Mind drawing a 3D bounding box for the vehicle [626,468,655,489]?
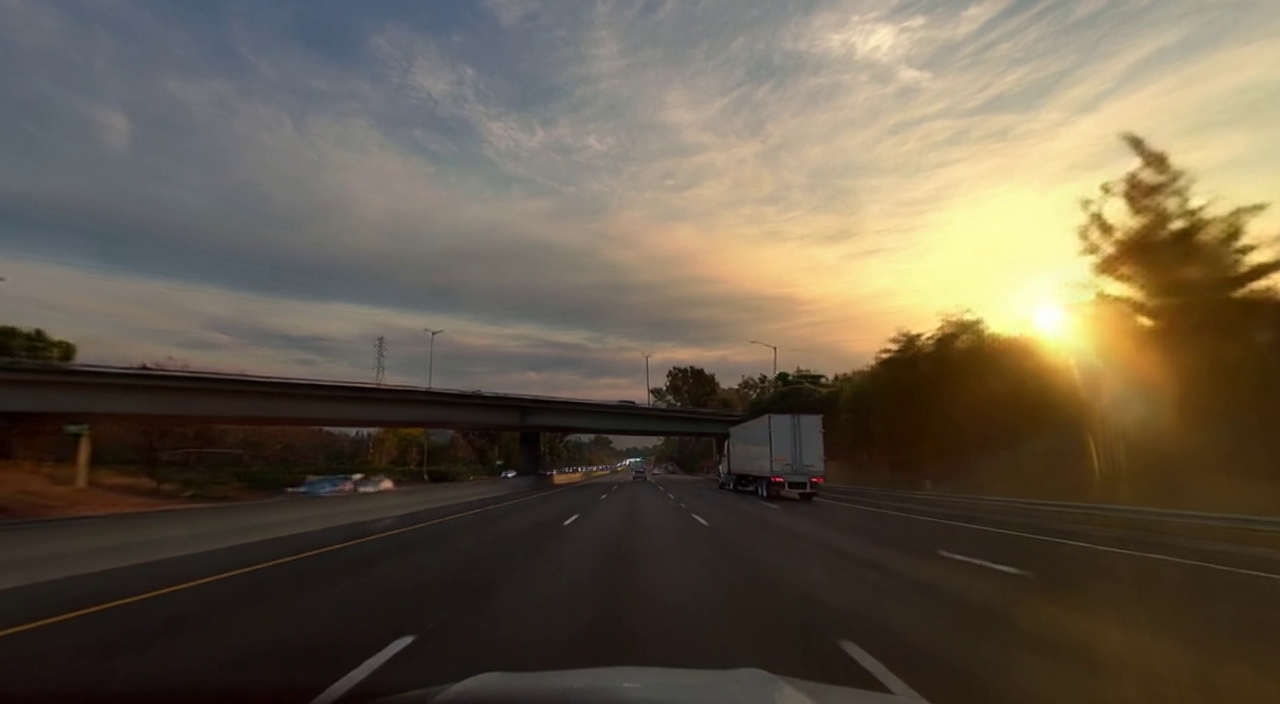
[{"bbox_3d":[0.033,9.209,46.031,2.029,1.459,3.684,1,-10,0],"label":"vehicle"}]

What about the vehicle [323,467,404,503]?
[{"bbox_3d":[-11.374,5.487,26.184,1.651,1.370,3.641,1,-10,0],"label":"vehicle"}]

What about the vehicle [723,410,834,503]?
[{"bbox_3d":[7.066,5.896,34.975,2.926,4.073,13.836,1,-10,0],"label":"vehicle"}]

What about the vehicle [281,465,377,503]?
[{"bbox_3d":[-14.340,6.103,29.375,1.959,1.556,4.783,0,-10,1],"label":"vehicle"}]
